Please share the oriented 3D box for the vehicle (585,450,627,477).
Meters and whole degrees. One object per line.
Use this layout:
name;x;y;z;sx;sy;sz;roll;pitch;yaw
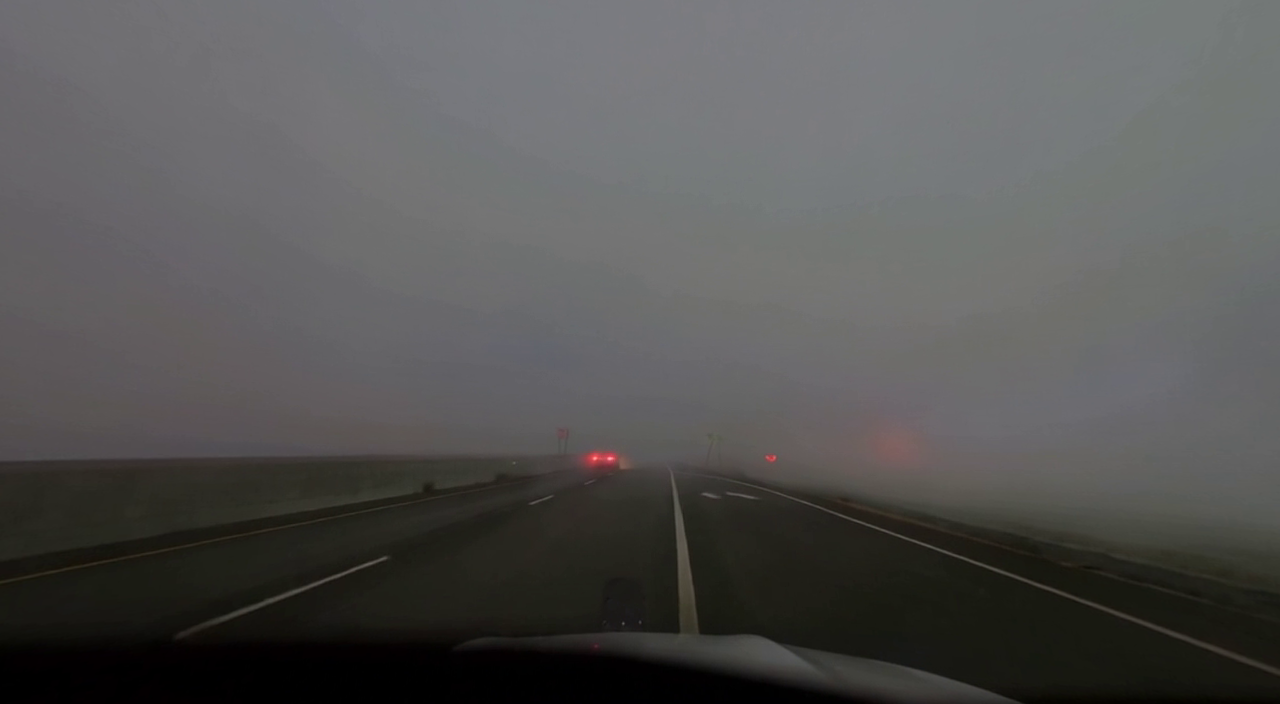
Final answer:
vehicle;-2.105;7.175;40.814;2.172;1.587;4.518;-1;-9;4
